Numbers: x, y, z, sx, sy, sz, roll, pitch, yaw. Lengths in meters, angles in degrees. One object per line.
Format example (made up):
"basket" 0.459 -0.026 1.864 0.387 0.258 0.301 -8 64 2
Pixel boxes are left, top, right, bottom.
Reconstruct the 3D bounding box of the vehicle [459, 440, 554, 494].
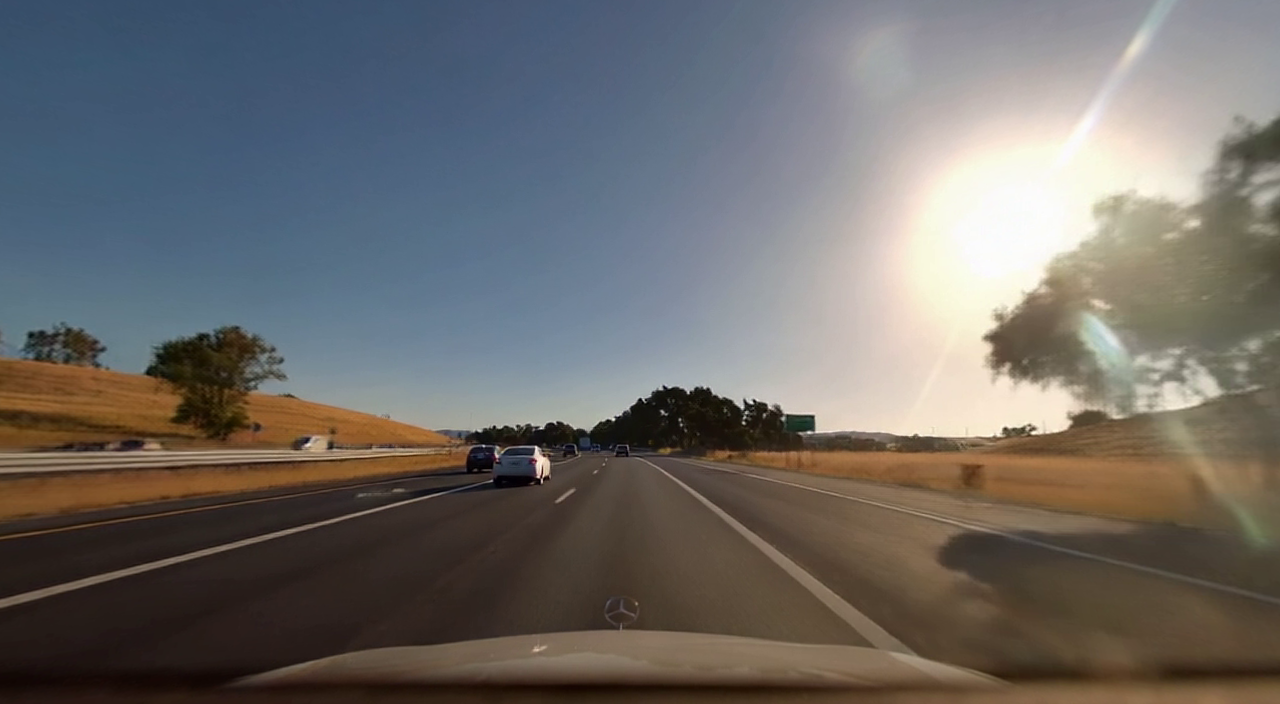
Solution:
"vehicle" -4.128 3.635 20.331 2.073 1.516 4.478 0 -9 0

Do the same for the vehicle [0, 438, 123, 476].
"vehicle" -25.240 4.490 27.238 1.854 1.453 4.829 0 -9 0
